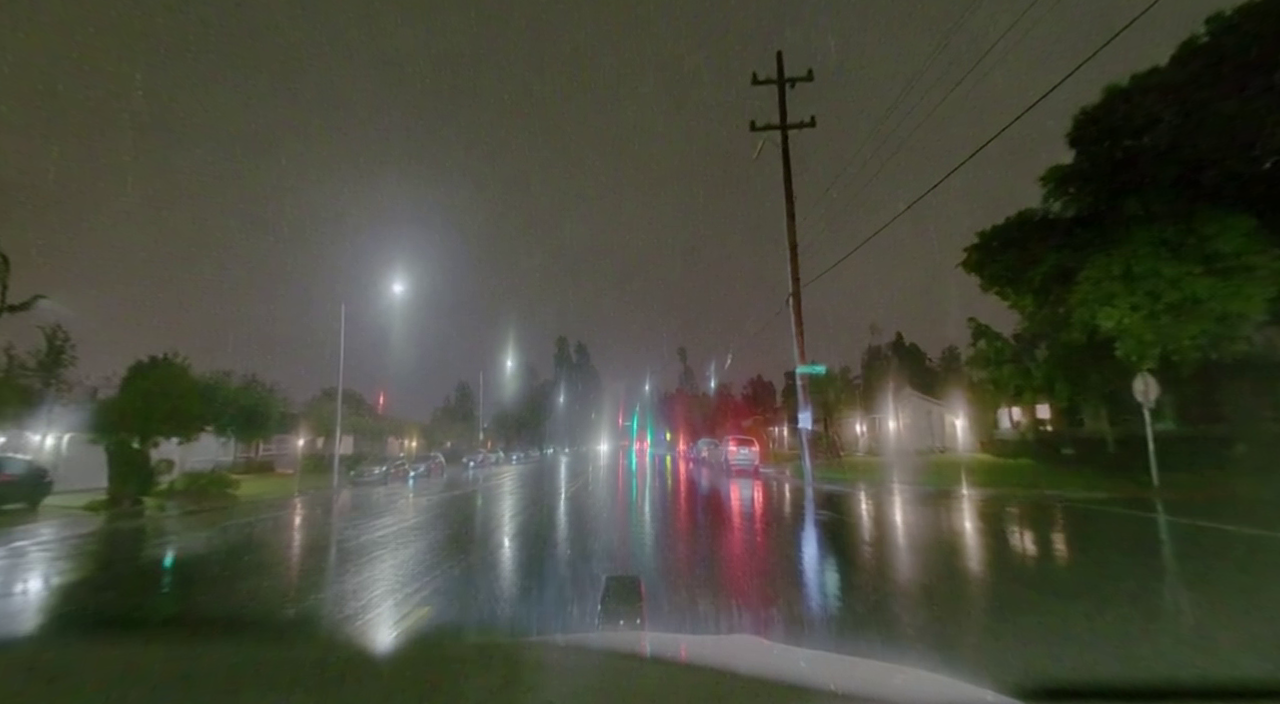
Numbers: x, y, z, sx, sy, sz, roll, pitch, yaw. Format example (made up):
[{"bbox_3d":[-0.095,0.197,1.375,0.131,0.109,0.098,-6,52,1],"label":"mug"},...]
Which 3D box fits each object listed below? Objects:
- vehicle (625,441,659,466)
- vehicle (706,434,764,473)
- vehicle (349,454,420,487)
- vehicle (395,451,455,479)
[{"bbox_3d":[0.073,6.267,39.280,2.022,1.471,3.973,0,-8,-1],"label":"vehicle"},{"bbox_3d":[4.707,5.136,32.030,2.022,1.799,5.105,0,-8,-2],"label":"vehicle"},{"bbox_3d":[-12.954,6.008,32.324,1.834,1.467,4.357,0,-8,0],"label":"vehicle"},{"bbox_3d":[-12.847,6.785,38.085,1.880,1.523,4.833,0,-8,1],"label":"vehicle"}]
